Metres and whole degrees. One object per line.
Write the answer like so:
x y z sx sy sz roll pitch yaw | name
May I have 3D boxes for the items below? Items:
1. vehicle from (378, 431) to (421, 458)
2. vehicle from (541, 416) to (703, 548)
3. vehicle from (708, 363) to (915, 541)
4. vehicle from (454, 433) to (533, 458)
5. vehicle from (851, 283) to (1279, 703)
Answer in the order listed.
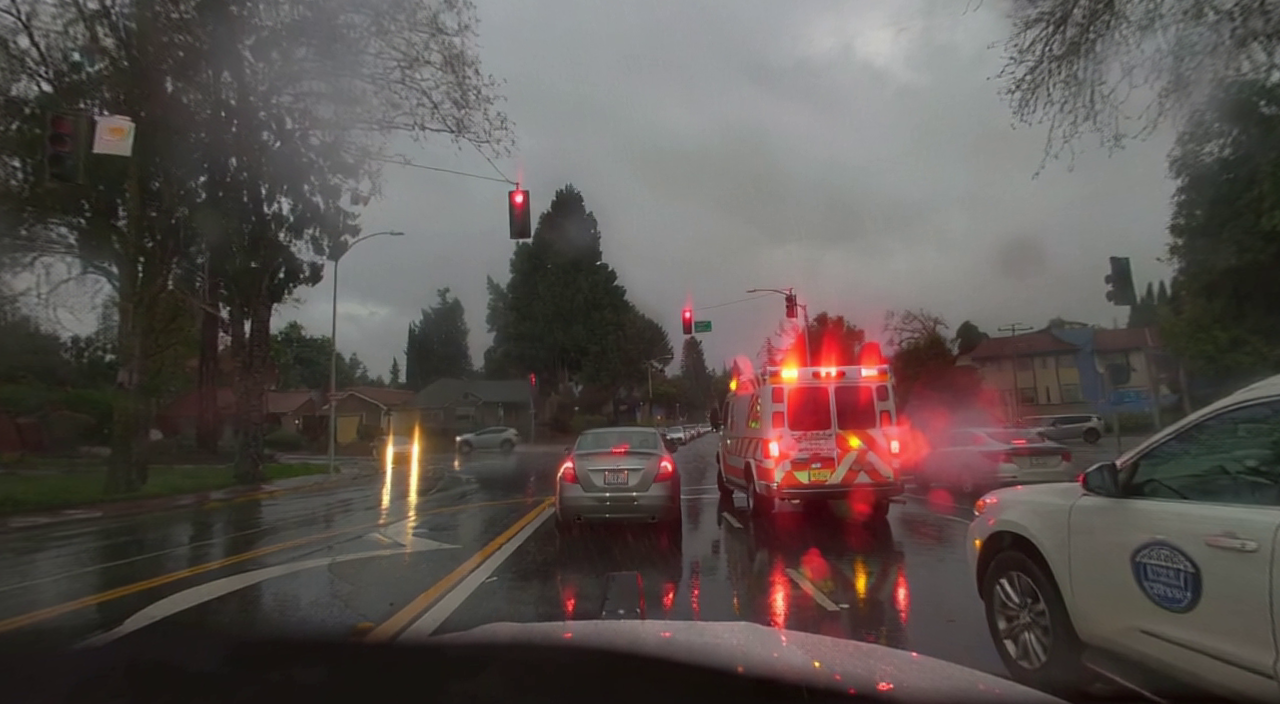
-17.737 6.880 46.888 2.246 1.880 4.454 1 -8 -12 | vehicle
-0.277 1.975 10.206 2.114 1.707 3.725 0 -8 -1 | vehicle
2.883 1.900 12.387 2.406 2.687 5.521 0 -8 -1 | vehicle
-9.338 5.996 40.480 4.531 1.492 1.951 8 -12 -44 | vehicle
2.849 0.892 2.846 2.194 1.820 4.652 0 -8 0 | vehicle
